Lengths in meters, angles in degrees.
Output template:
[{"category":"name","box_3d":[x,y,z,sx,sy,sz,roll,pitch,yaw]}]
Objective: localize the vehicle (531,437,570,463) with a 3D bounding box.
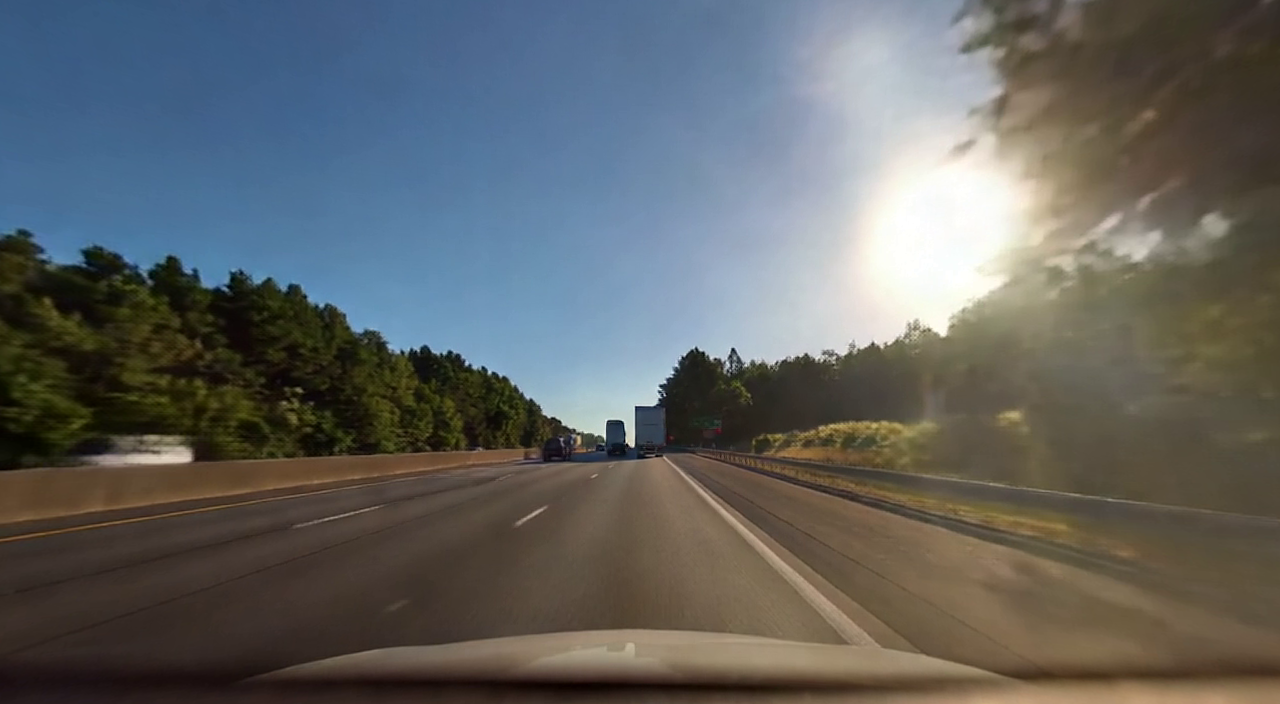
[{"category":"vehicle","box_3d":[-6.779,7.512,48.312,2.149,1.884,4.627,0,-8,2]}]
